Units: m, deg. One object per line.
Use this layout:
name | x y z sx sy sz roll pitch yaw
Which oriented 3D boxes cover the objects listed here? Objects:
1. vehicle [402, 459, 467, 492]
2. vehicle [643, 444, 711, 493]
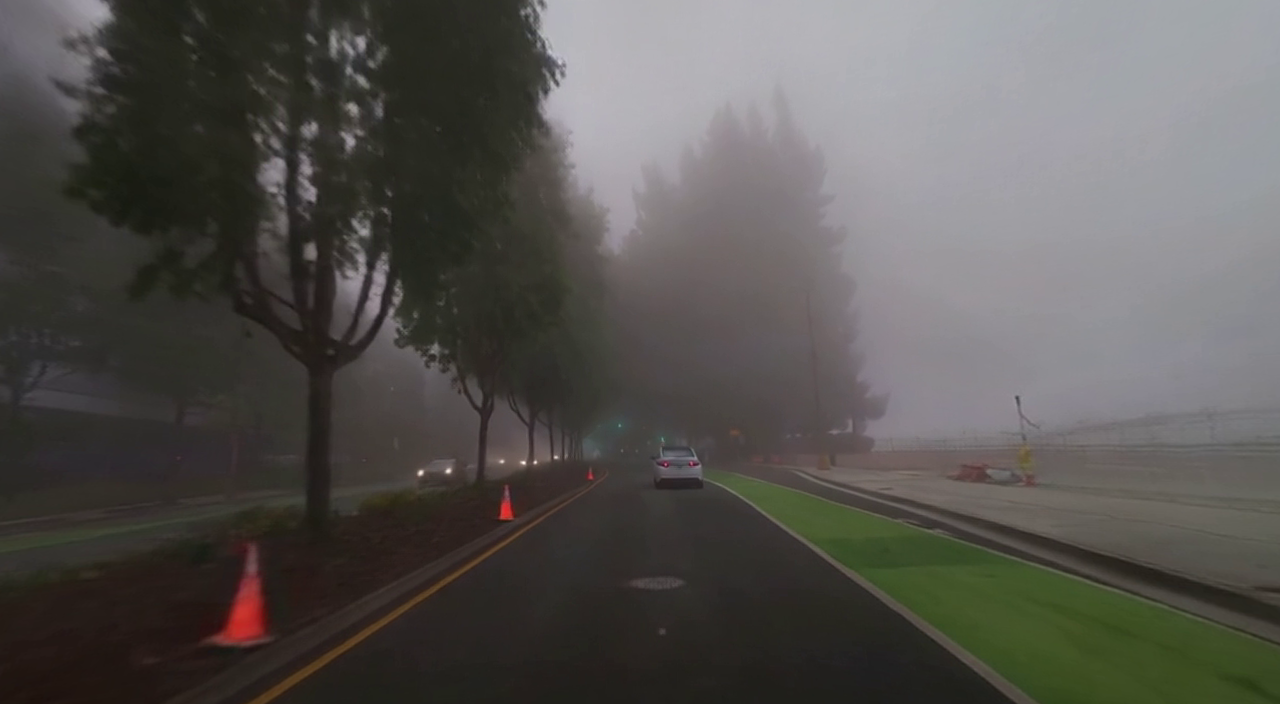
vehicle | -10.427 6.284 32.460 2.010 1.487 4.427 0 -9 -2
vehicle | 1.170 4.009 22.086 2.114 1.493 4.430 0 -9 0
